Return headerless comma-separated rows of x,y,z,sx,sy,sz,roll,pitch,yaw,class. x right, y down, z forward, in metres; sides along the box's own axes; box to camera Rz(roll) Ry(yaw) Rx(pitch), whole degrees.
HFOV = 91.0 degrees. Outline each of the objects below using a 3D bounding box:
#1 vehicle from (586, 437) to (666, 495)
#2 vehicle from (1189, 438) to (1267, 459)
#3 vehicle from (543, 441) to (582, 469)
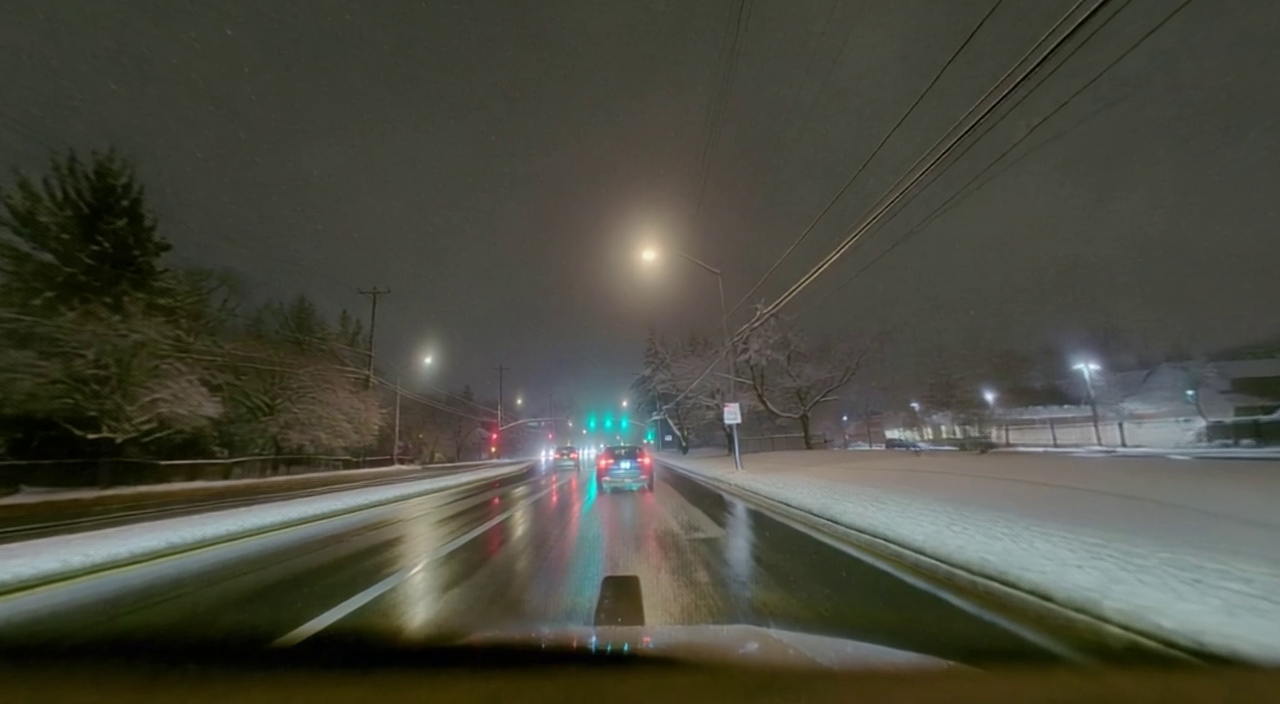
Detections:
-0.488,3.567,20.126,2.235,1.597,4.918,0,-9,-2,vehicle
44.523,7.318,47.770,1.746,1.442,4.132,-3,-8,-2,vehicle
-5.140,6.912,42.440,2.189,1.776,4.342,0,-9,-2,vehicle
